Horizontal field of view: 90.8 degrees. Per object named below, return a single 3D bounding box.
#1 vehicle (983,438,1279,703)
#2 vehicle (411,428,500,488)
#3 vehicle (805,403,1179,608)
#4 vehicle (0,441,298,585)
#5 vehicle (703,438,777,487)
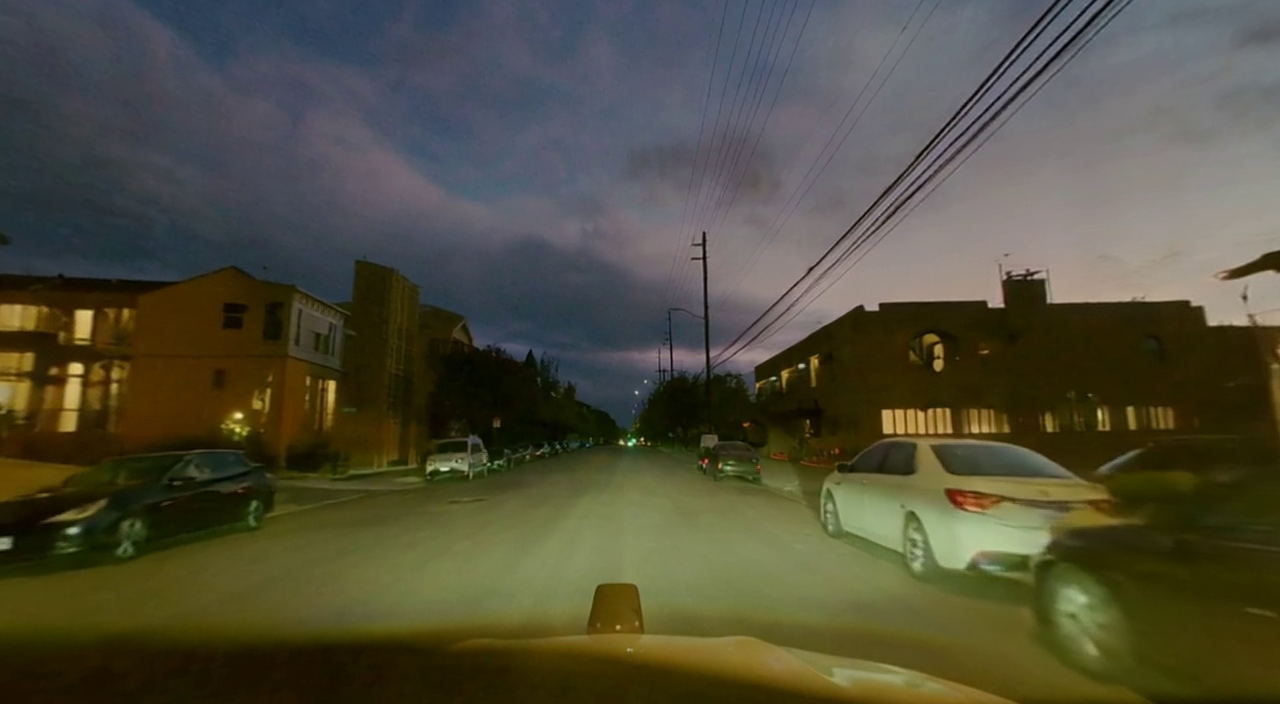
[{"bbox_3d":[3.614,1.038,2.348,1.986,1.427,4.536,0,-8,-2],"label":"vehicle"},{"bbox_3d":[-7.886,4.539,27.722,2.351,2.251,5.856,-2,-7,-2],"label":"vehicle"},{"bbox_3d":[3.565,1.700,7.696,1.986,1.665,4.606,1,-10,1],"label":"vehicle"},{"bbox_3d":[-7.548,2.196,9.553,2.145,1.488,4.646,-3,-7,1],"label":"vehicle"},{"bbox_3d":[3.537,3.993,23.193,1.925,1.634,4.419,0,-8,-1],"label":"vehicle"}]
